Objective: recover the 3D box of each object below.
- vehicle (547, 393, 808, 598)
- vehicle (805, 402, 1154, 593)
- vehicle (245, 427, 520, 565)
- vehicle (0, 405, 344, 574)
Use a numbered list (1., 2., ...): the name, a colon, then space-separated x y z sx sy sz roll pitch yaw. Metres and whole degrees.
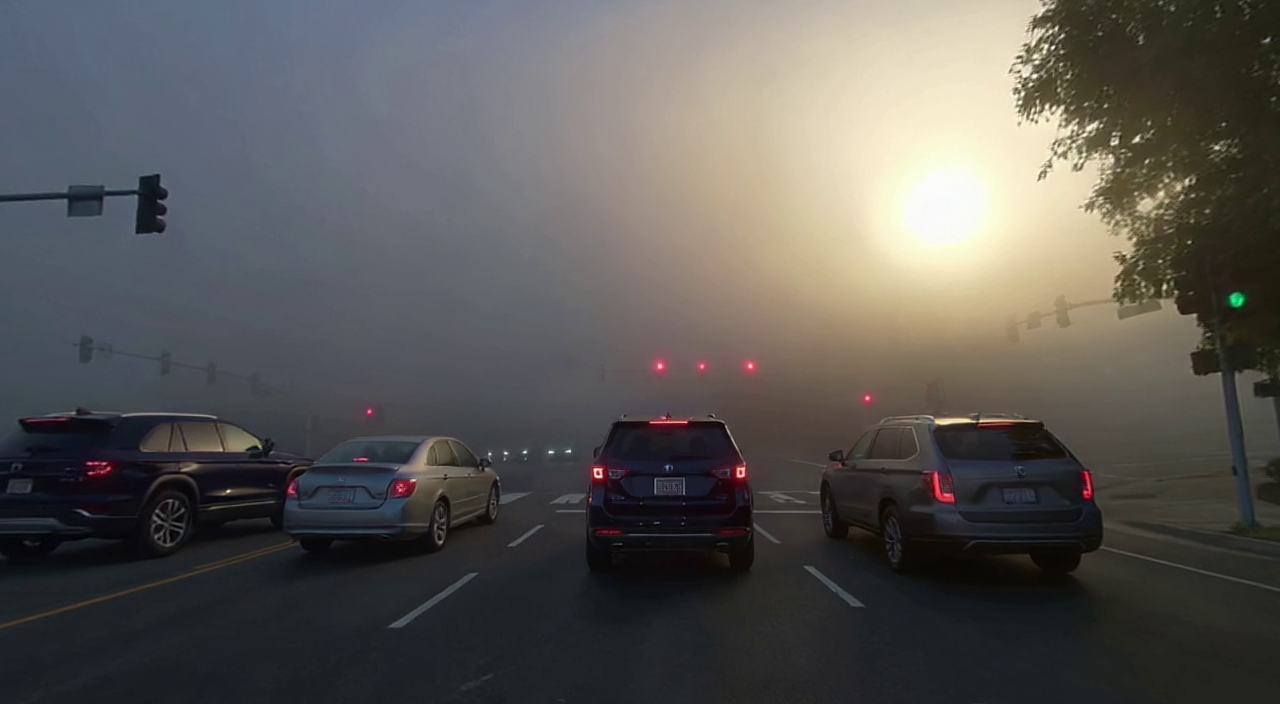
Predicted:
1. vehicle: 0.390 1.517 7.487 2.198 1.708 4.170 0 -8 2
2. vehicle: 3.522 1.587 7.746 2.047 1.638 4.395 -1 -8 4
3. vehicle: -3.241 1.884 9.098 1.885 1.475 4.359 -1 -8 4
4. vehicle: -6.631 1.827 9.241 2.075 1.796 4.785 0 -8 2
